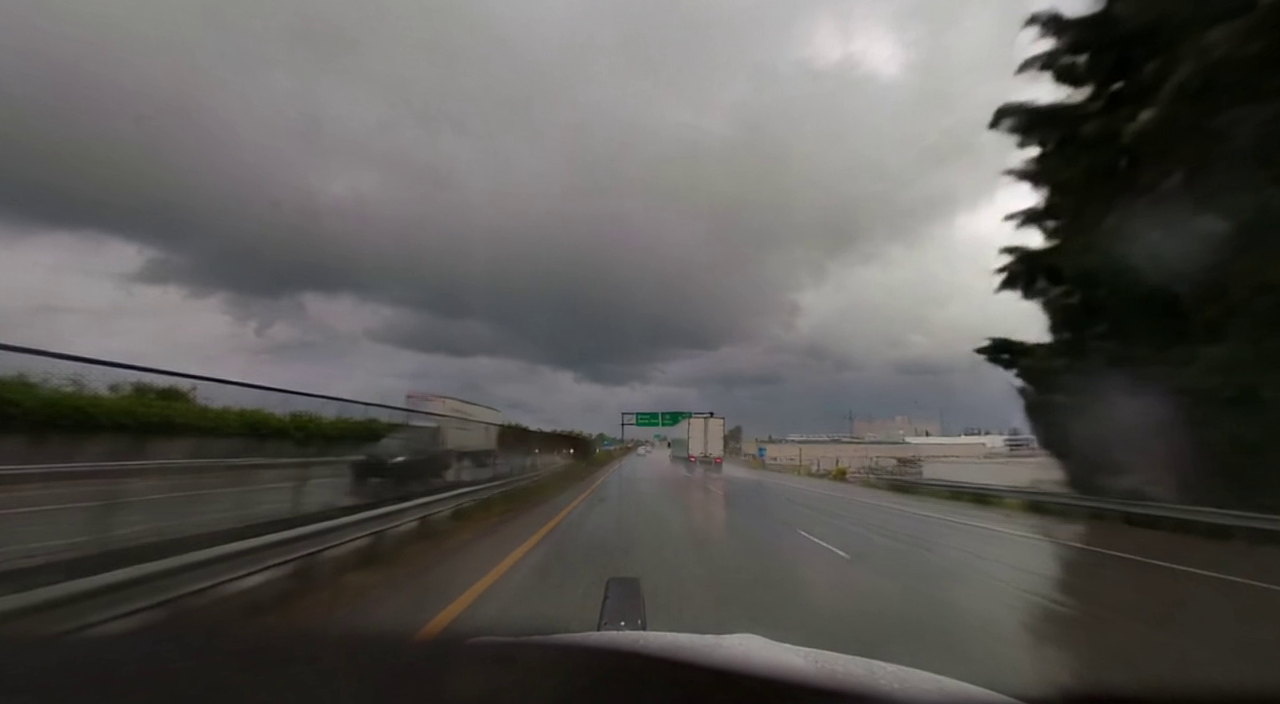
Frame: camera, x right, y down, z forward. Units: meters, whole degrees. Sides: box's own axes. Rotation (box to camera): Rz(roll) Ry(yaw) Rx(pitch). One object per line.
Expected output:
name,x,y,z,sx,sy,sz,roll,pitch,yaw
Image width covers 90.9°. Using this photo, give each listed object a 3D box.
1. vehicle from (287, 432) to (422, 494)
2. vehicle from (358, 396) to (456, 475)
vehicle,-8.029,3.146,18.213,1.914,1.557,4.081,0,-9,0
vehicle,-12.594,4.641,34.721,3.039,3.949,5.950,0,-9,-1
